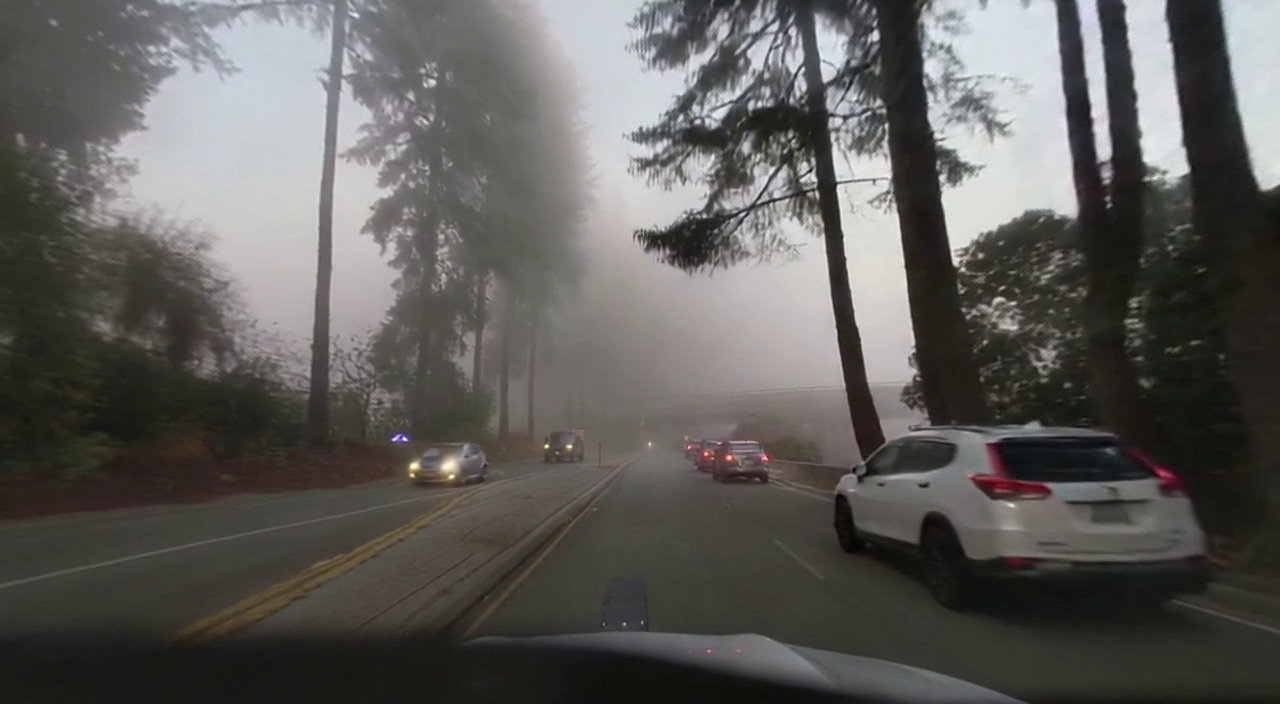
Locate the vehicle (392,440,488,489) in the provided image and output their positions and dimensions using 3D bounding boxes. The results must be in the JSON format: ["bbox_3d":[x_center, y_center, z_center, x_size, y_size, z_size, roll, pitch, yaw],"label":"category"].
[{"bbox_3d":[-6.793,3.849,21.841,1.846,1.498,3.886,-2,-9,4],"label":"vehicle"}]

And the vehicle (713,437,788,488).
[{"bbox_3d":[4.003,4.076,23.593,1.972,1.682,4.397,-1,-9,0],"label":"vehicle"}]

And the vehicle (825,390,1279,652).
[{"bbox_3d":[3.450,1.437,6.343,1.868,1.694,4.184,-1,-9,0],"label":"vehicle"}]

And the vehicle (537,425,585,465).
[{"bbox_3d":[-5.429,6.539,44.162,2.273,2.556,5.337,-2,-9,4],"label":"vehicle"}]

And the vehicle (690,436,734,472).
[{"bbox_3d":[4.014,5.792,35.849,1.985,1.895,4.496,-1,-9,1],"label":"vehicle"}]
